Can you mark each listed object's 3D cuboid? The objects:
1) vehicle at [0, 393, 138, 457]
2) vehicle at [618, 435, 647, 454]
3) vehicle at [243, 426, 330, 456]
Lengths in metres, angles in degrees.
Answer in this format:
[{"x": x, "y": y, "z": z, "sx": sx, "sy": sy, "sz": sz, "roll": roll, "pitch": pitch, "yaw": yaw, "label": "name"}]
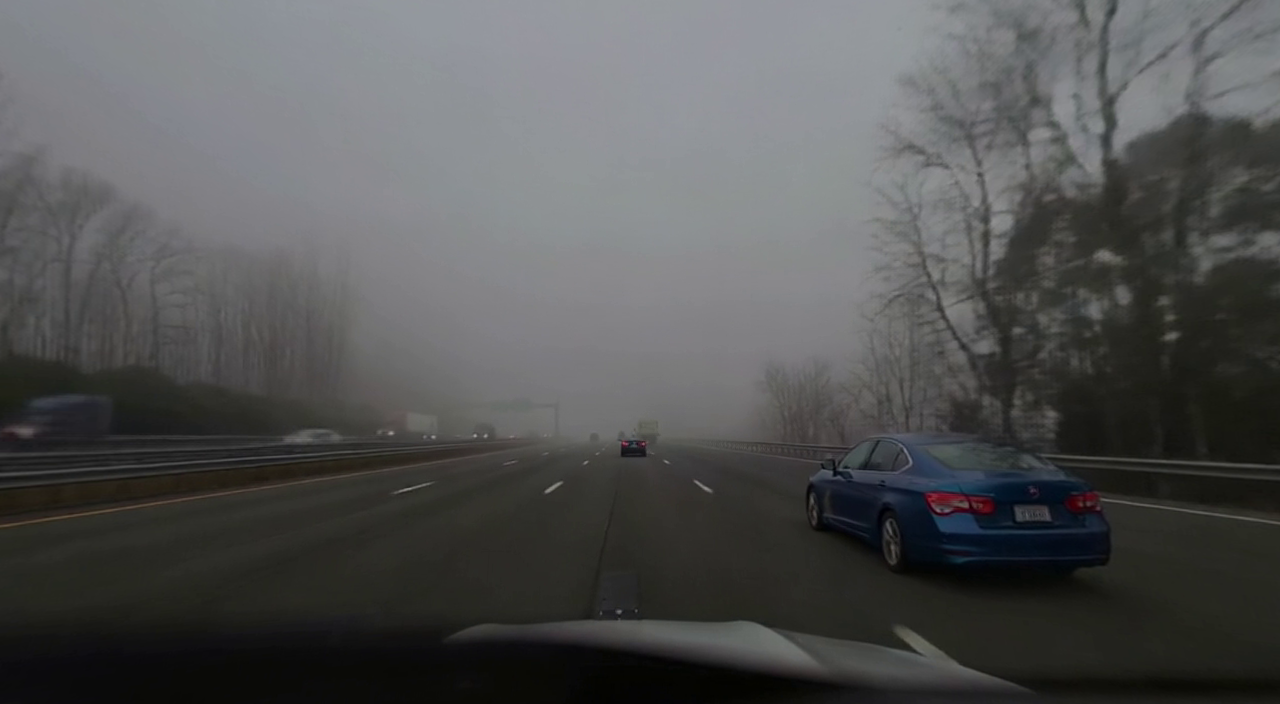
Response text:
[{"x": -26.308, "y": 3.361, "z": 28.439, "sx": 2.310, "sy": 2.581, "sz": 5.922, "roll": 0, "pitch": -8, "yaw": -1, "label": "vehicle"}, {"x": -0.643, "y": 7.216, "z": 49.104, "sx": 2.121, "sy": 1.445, "sz": 4.187, "roll": 0, "pitch": -8, "yaw": -2, "label": "vehicle"}, {"x": -18.477, "y": 4.684, "z": 33.146, "sx": 1.896, "sy": 1.484, "sz": 4.705, "roll": 0, "pitch": -8, "yaw": 0, "label": "vehicle"}]
